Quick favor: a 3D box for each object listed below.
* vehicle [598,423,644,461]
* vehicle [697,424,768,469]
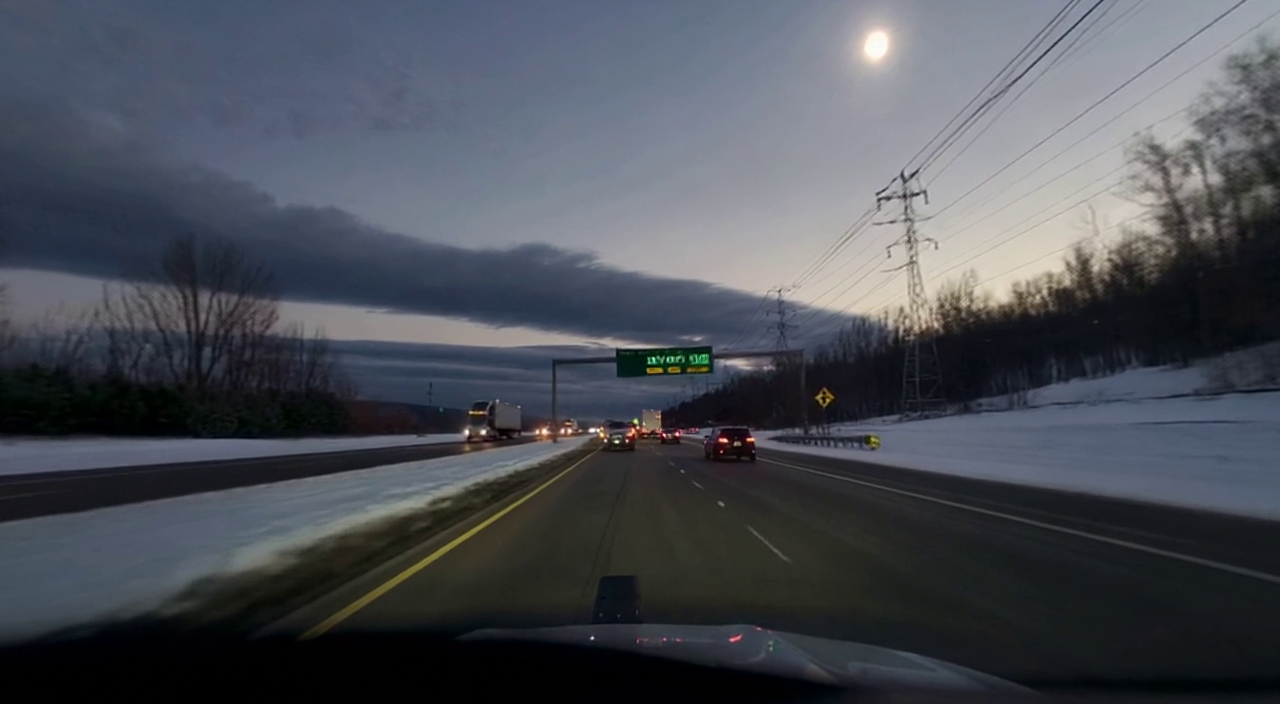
[{"bbox_3d":[-0.918,4.429,31.171,2.134,1.710,4.049,0,-7,-1],"label":"vehicle"},{"bbox_3d":[3.410,3.583,24.051,2.062,1.581,3.914,0,-8,-1],"label":"vehicle"}]
